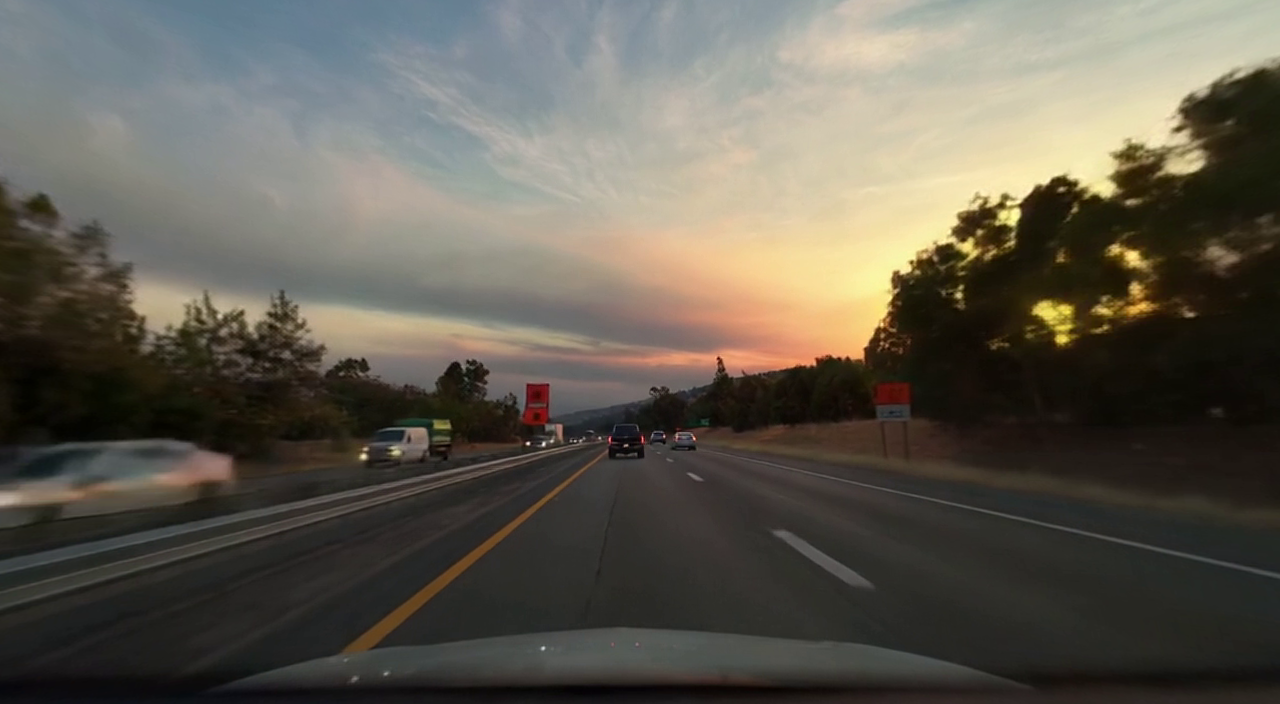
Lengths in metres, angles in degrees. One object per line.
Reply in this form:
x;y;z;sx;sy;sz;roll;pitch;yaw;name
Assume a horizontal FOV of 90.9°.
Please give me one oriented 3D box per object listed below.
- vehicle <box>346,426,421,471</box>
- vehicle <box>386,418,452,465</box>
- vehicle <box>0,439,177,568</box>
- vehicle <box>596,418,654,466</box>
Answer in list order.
-13.899;5.243;34.469;2.102;2.299;4.786;0;-8;-1;vehicle
-14.067;5.737;40.417;2.532;2.792;4.713;0;-8;-1;vehicle
-8.961;1.996;8.653;1.903;1.591;4.430;0;-8;-2;vehicle
-0.695;4.207;29.591;2.503;2.044;4.633;0;-8;-2;vehicle
